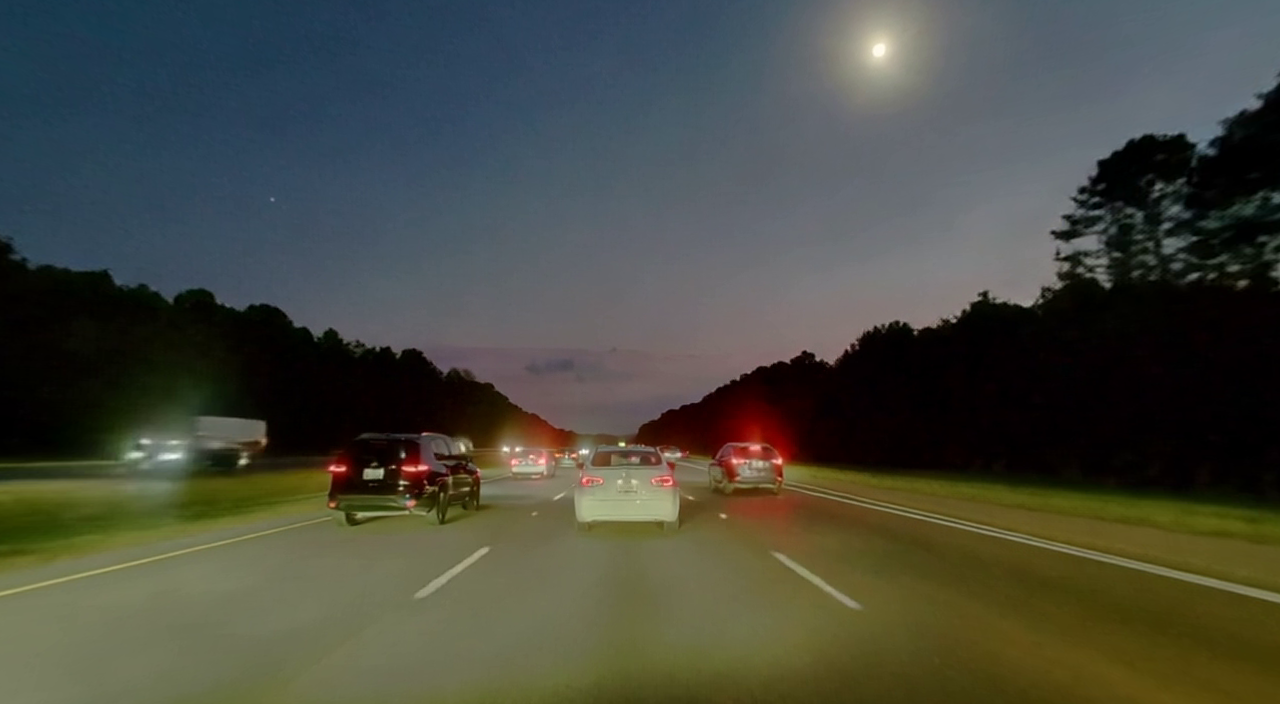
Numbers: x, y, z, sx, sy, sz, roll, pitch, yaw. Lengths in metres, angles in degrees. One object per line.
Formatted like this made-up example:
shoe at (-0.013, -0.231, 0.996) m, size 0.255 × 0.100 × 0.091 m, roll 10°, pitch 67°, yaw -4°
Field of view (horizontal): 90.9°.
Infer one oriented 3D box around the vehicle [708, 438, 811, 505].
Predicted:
vehicle at (3.283, 3.388, 18.298) m, size 1.996 × 1.688 × 4.207 m, roll 0°, pitch -9°, yaw -2°

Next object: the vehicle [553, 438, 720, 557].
vehicle at (-0.115, 2.182, 10.178) m, size 2.120 × 1.478 × 4.179 m, roll 0°, pitch -9°, yaw -2°

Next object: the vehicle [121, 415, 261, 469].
vehicle at (-17.358, 3.551, 24.729) m, size 2.160 × 1.902 × 4.657 m, roll 0°, pitch -9°, yaw -3°

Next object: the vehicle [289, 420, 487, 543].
vehicle at (-4.059, 2.150, 11.028) m, size 1.830 × 1.703 × 4.142 m, roll 0°, pitch -9°, yaw -2°

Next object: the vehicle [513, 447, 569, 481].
vehicle at (-4.641, 5.296, 30.034) m, size 2.122 × 1.491 × 3.800 m, roll 0°, pitch -9°, yaw -1°
